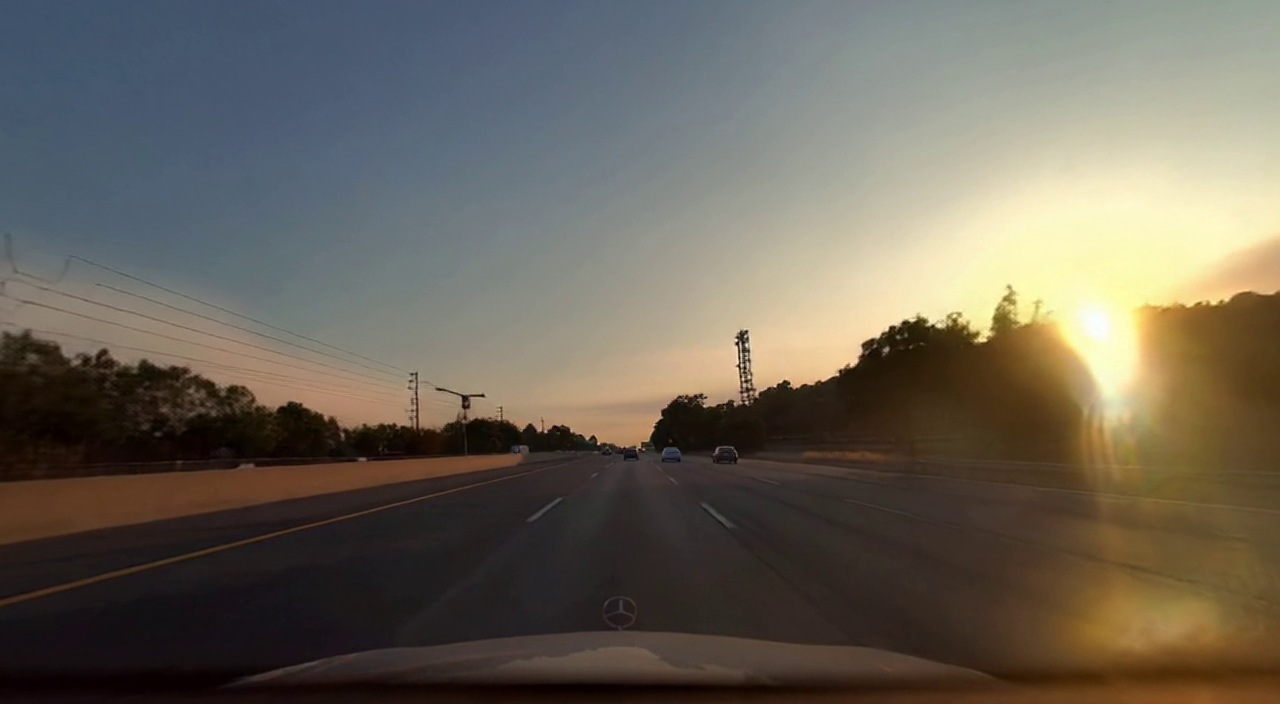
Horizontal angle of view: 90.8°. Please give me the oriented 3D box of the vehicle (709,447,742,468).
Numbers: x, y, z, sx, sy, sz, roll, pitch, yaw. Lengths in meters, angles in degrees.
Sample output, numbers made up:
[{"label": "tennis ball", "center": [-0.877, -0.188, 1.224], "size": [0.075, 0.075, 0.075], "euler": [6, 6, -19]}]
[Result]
[{"label": "vehicle", "center": [6.400, 7.945, 47.806], "size": [1.817, 1.440, 4.075], "euler": [0, -9, -2]}]
